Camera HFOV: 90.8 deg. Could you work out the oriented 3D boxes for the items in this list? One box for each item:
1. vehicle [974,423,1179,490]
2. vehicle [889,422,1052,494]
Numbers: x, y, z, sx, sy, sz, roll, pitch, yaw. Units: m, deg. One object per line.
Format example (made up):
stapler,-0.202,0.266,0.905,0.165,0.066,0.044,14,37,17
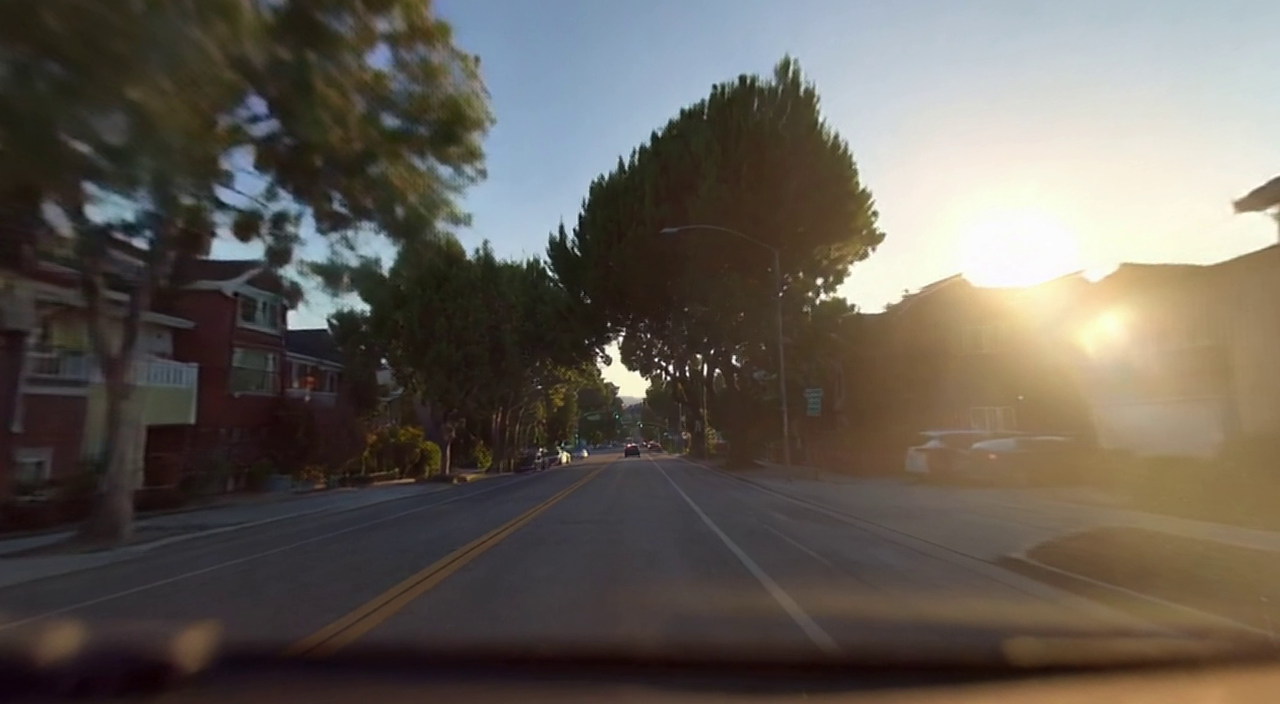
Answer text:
vehicle,12.031,2.943,17.991,2.181,1.530,4.867,-2,-9,-3
vehicle,9.230,3.026,18.258,2.121,1.785,4.693,0,-9,0
